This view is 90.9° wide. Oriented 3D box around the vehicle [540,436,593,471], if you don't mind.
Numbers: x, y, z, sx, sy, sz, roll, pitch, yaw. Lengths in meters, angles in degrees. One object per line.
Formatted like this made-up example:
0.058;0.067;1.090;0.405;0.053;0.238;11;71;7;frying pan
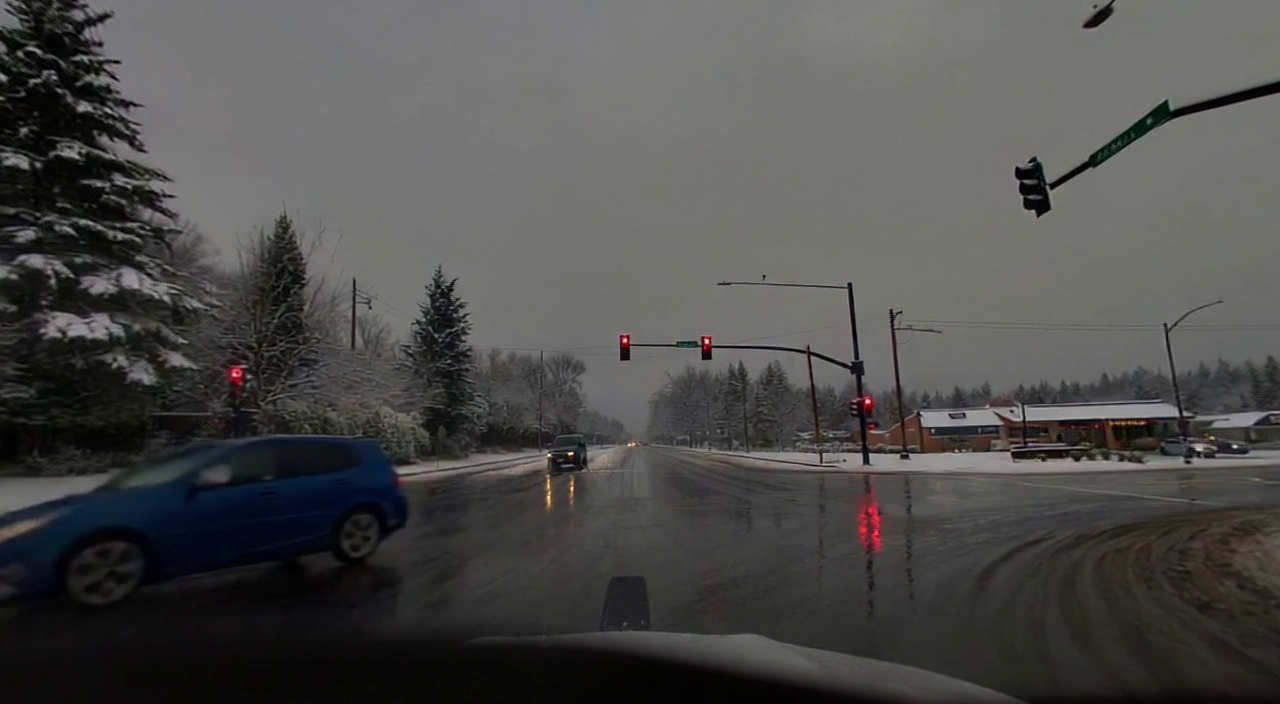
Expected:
-3.661;5.167;32.241;2.140;1.638;4.259;0;-8;0;vehicle

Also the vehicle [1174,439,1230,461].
42.835;7.459;48.008;4.133;1.561;1.824;5;-10;-29;vehicle

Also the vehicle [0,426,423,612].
-5.040;1.728;7.534;1.877;1.523;4.377;-5;-10;31;vehicle
